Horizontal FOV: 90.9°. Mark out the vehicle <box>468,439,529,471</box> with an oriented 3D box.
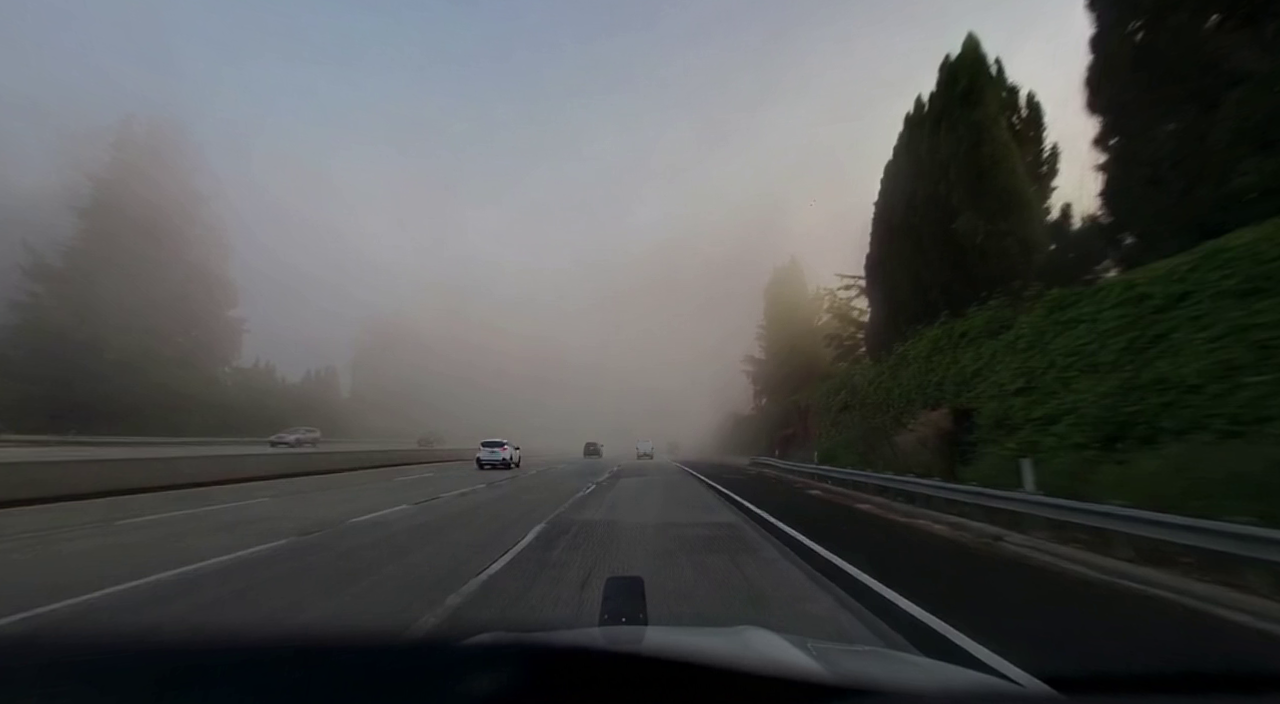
[{"bbox_3d":[-6.997,5.149,31.694,1.966,1.488,4.243,0,-8,2],"label":"vehicle"}]
